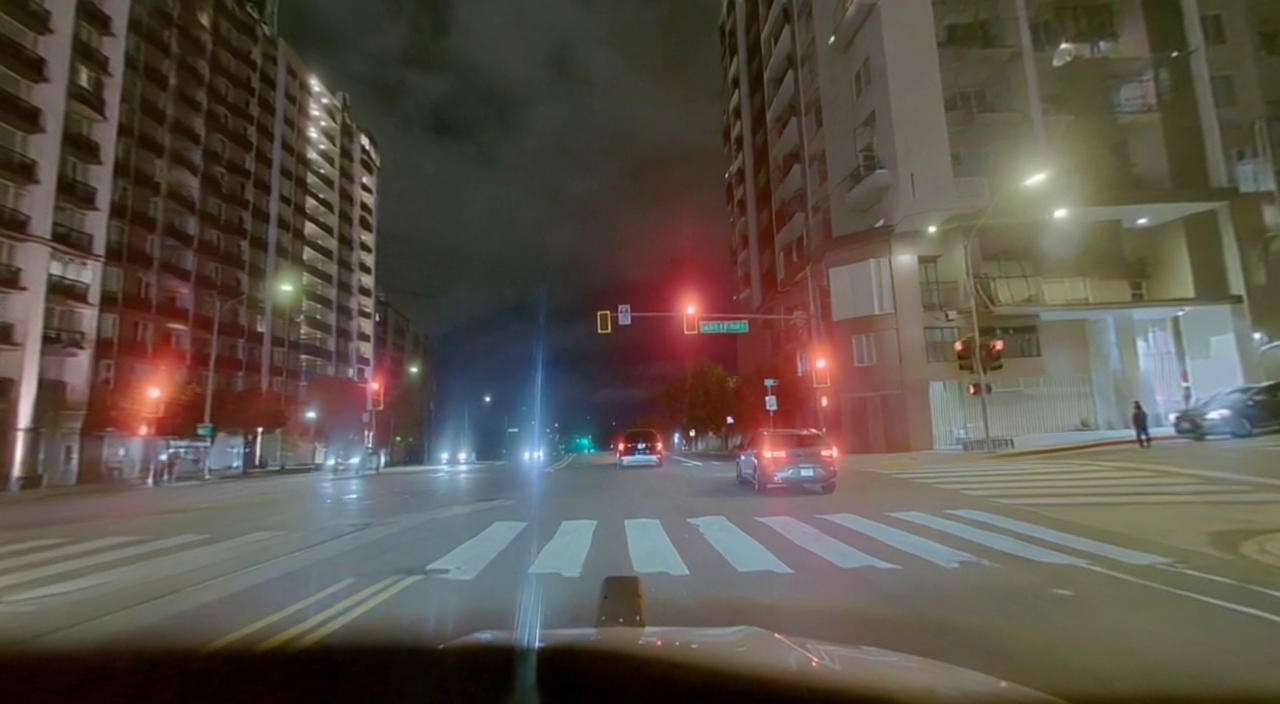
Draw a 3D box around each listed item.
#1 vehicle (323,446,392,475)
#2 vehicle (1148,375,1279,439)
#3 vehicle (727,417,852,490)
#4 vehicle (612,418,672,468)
[{"bbox_3d":[-17.165,6.594,38.674,2.011,1.630,4.541,0,-9,1],"label":"vehicle"},{"bbox_3d":[20.239,1.729,20.627,5.146,1.699,2.269,-5,-10,0],"label":"vehicle"},{"bbox_3d":[3.495,2.497,15.761,1.987,1.538,4.510,0,-9,0],"label":"vehicle"},{"bbox_3d":[0.113,3.612,25.015,2.168,1.776,4.135,0,-9,1],"label":"vehicle"}]
